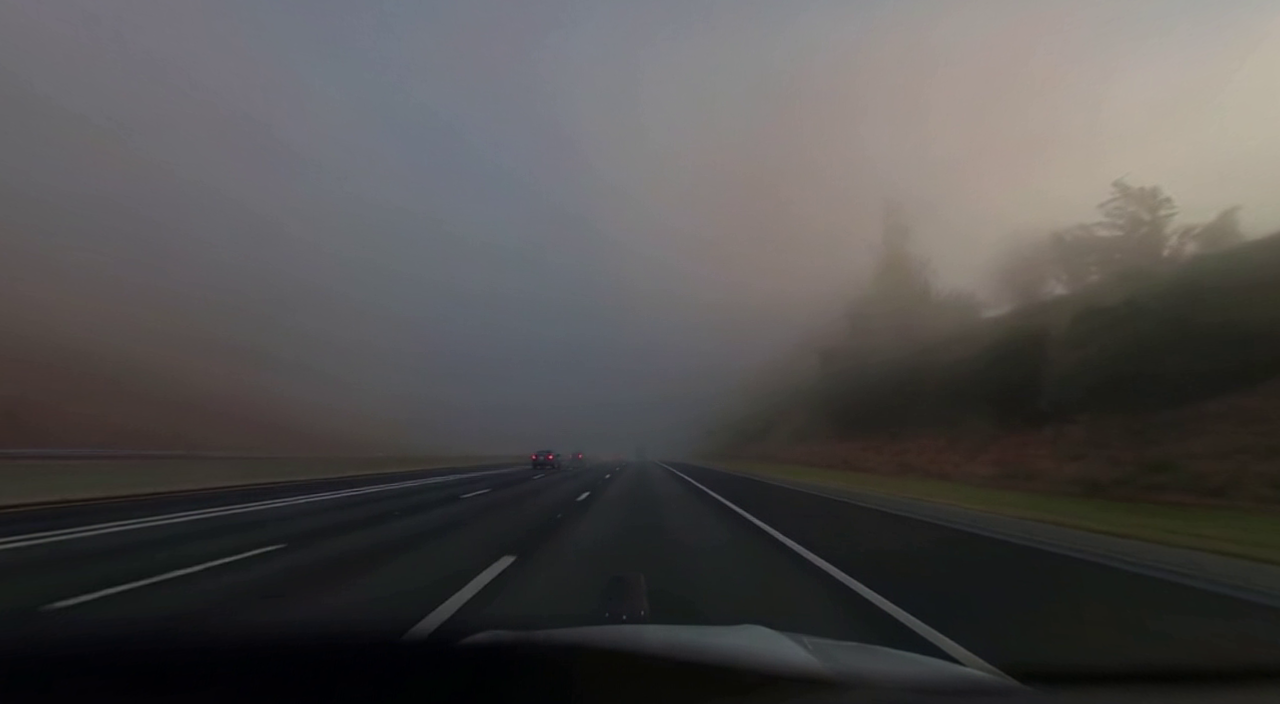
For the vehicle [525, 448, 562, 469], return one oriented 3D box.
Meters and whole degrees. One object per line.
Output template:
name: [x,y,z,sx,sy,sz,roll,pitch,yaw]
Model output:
vehicle: [-7.138,7.954,47.104,2.015,1.483,4.626,0,-9,0]
